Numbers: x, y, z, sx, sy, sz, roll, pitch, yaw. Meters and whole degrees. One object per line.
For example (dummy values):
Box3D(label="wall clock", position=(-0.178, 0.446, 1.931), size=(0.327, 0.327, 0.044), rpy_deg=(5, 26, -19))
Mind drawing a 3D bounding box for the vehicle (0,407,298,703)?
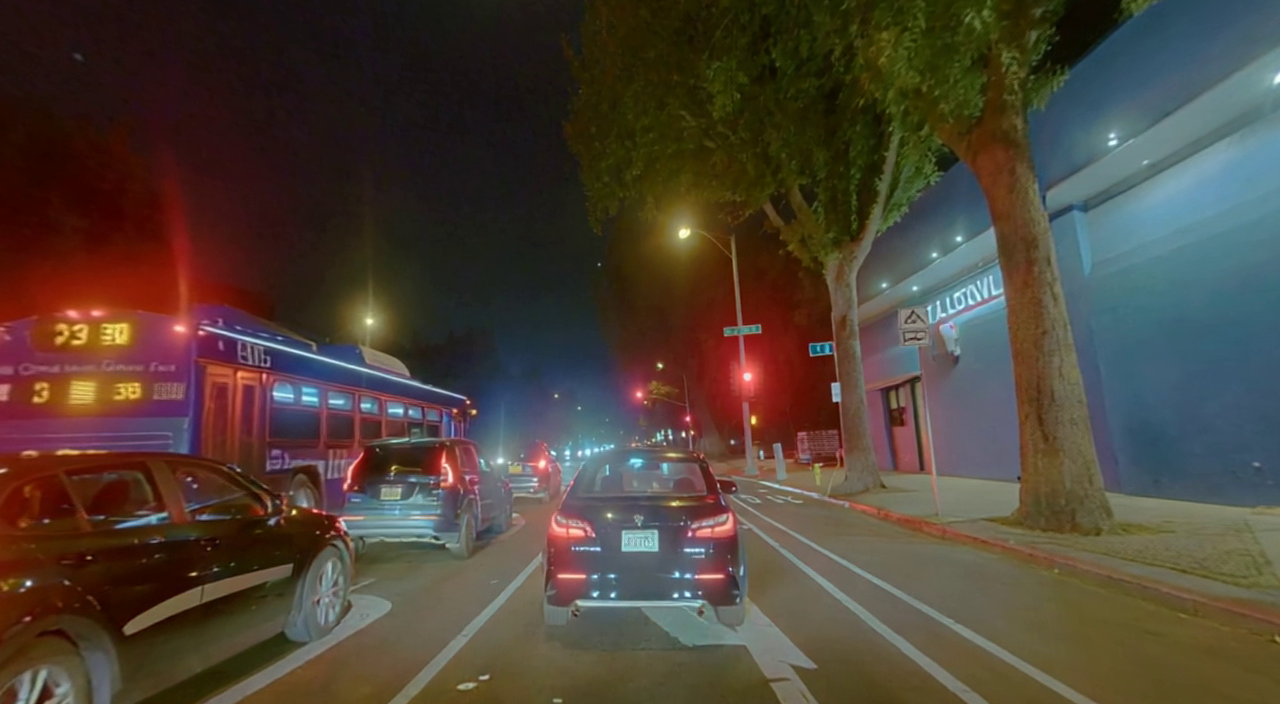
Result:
Box3D(label="vehicle", position=(-3.170, 0.873, 1.713), size=(1.867, 1.486, 4.452), rpy_deg=(0, -8, 2))

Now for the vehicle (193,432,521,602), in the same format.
Box3D(label="vehicle", position=(-2.924, 1.784, 7.827), size=(1.944, 1.481, 4.385), rpy_deg=(0, -8, 1))

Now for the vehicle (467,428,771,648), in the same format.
Box3D(label="vehicle", position=(-0.134, 1.527, 6.175), size=(2.031, 1.461, 3.763), rpy_deg=(0, -8, 0))
